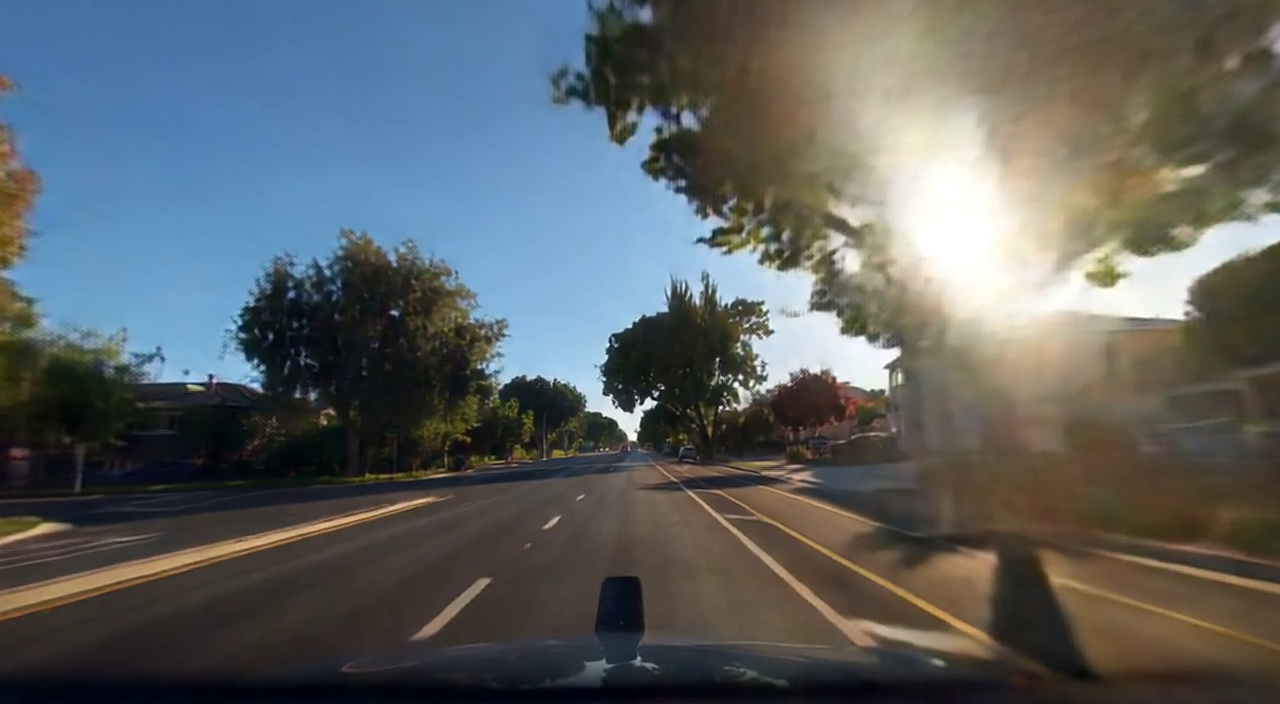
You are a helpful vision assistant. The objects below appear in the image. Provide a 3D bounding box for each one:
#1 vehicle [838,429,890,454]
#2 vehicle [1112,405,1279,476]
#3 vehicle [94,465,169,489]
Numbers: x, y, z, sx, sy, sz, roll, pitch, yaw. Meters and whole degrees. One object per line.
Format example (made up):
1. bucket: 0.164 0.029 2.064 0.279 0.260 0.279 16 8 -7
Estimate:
1. vehicle: 15.030 6.095 42.698 1.908 1.610 4.582 0 -9 2
2. vehicle: 16.281 2.374 17.394 4.843 1.594 2.127 -4 -9 -3
3. vehicle: -34.122 8.386 42.530 1.774 1.430 4.131 0 -9 -5
